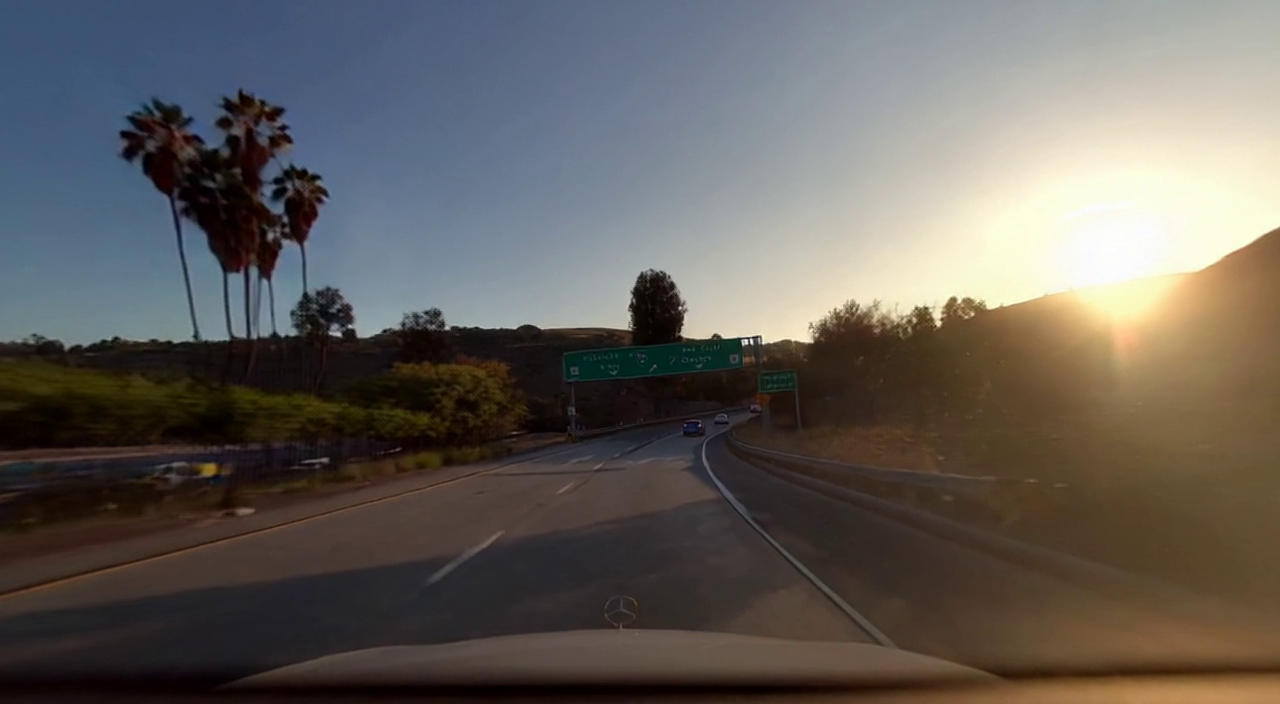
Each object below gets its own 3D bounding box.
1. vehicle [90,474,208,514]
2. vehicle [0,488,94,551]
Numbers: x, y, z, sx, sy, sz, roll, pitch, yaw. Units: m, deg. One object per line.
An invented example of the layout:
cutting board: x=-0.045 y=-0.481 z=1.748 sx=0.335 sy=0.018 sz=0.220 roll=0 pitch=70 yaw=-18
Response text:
vehicle: x=-27.220 y=7.869 z=35.381 sx=2.281 sy=1.759 sz=5.531 roll=0 pitch=-8 yaw=-2
vehicle: x=-20.892 y=5.492 z=20.739 sx=1.956 sy=1.716 sz=4.330 roll=0 pitch=-8 yaw=0
